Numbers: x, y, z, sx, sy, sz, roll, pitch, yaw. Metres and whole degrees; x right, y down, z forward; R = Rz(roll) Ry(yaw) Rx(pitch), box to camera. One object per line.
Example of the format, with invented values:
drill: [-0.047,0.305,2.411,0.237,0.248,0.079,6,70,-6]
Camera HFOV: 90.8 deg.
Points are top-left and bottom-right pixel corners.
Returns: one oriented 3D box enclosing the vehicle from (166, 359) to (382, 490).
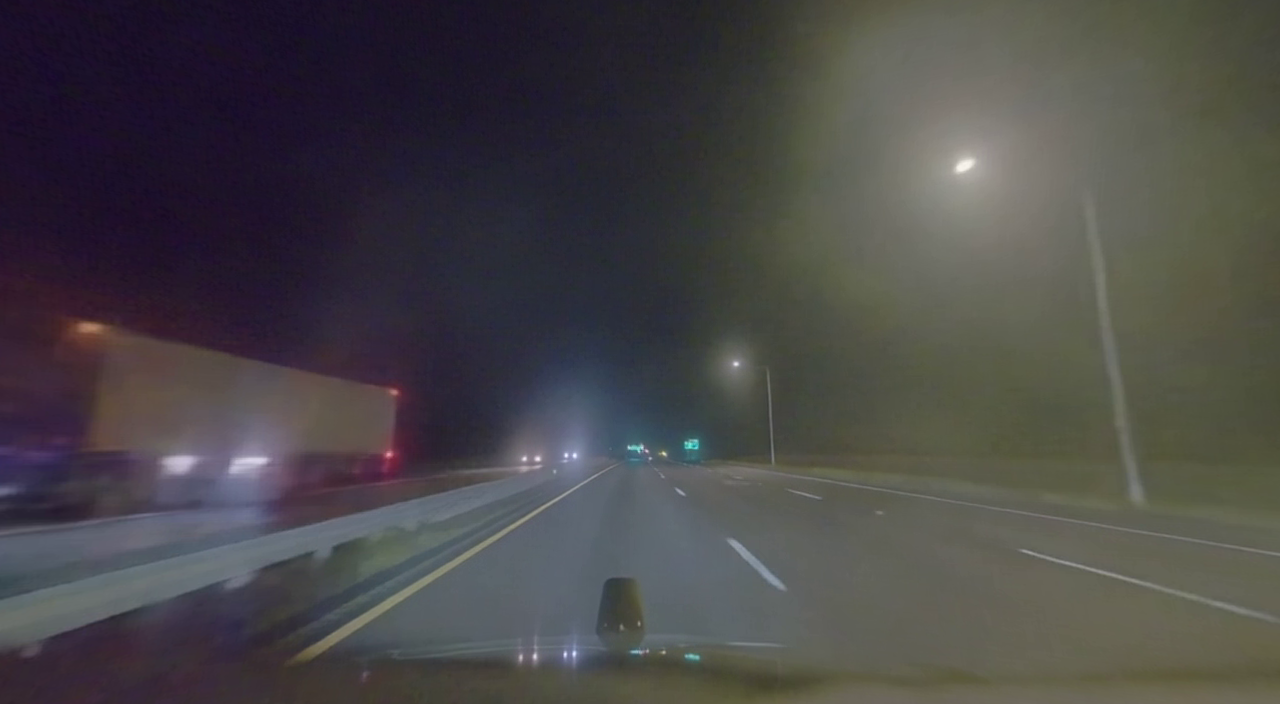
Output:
vehicle: [-12.520,2.761,22.835,2.842,3.889,8.008,0,-9,0]

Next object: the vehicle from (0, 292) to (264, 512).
vehicle: [-12.459,1.216,13.134,2.962,3.737,10.070,0,-9,0]
